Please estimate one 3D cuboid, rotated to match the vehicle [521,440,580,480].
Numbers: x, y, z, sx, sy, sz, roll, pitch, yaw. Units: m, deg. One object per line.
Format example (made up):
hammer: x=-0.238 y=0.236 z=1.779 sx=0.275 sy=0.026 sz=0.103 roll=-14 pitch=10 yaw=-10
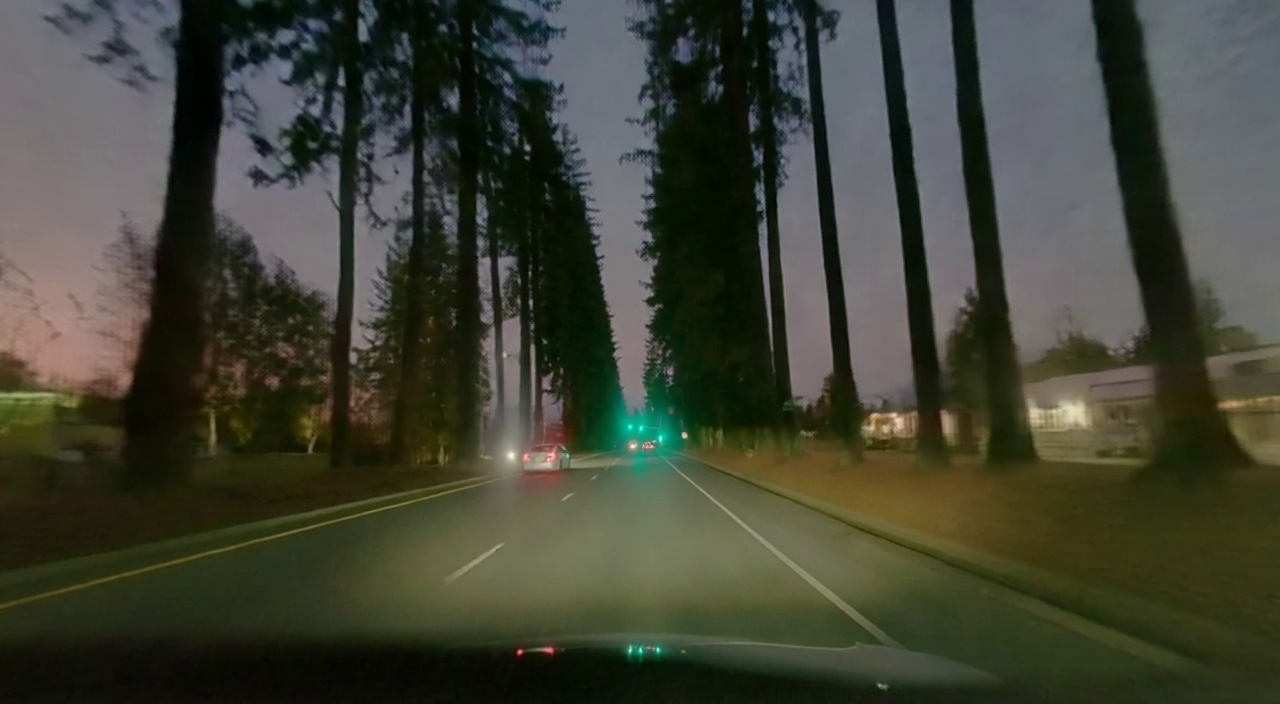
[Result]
vehicle: x=-3.937 y=4.814 z=28.417 sx=1.914 sy=1.630 sz=4.351 roll=0 pitch=-8 yaw=1
